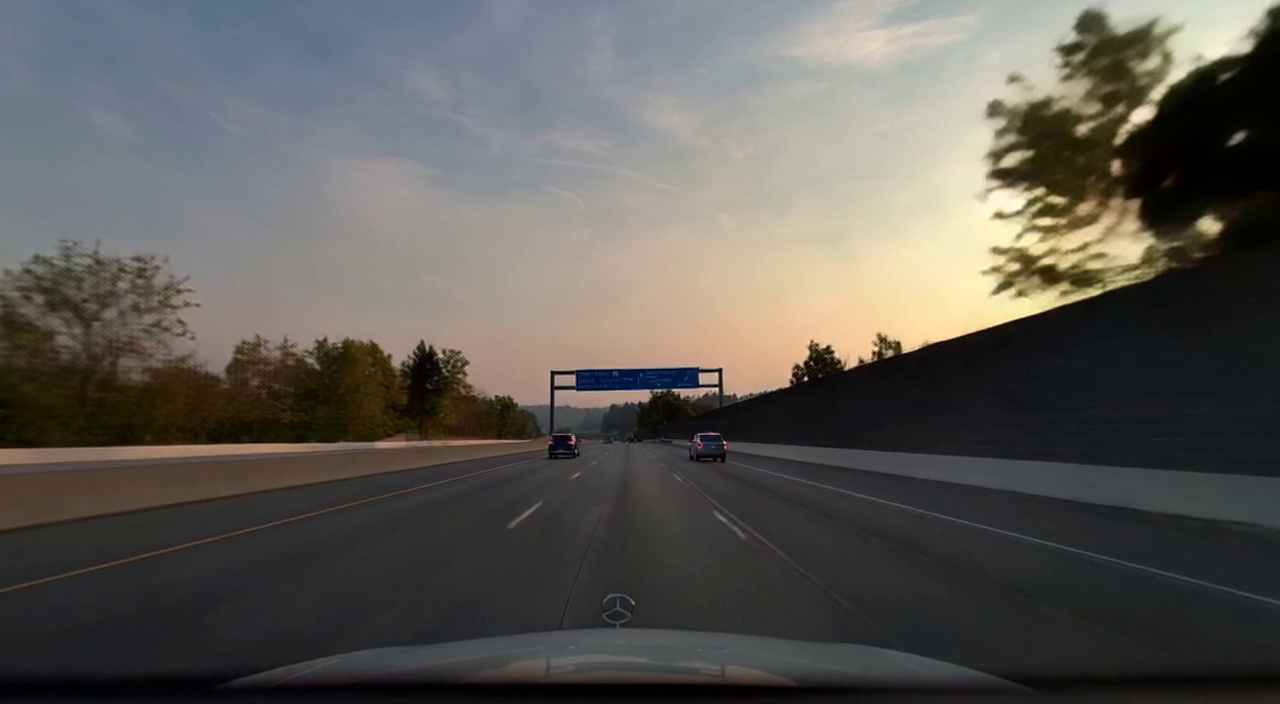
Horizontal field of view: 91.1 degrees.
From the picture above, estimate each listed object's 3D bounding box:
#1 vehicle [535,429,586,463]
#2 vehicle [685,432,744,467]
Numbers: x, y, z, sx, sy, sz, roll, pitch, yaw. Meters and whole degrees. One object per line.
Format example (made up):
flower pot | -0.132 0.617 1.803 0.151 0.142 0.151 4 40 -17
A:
vehicle | -4.163 4.983 33.461 2.219 1.660 4.153 0 -8 -1
vehicle | 3.361 4.508 29.401 2.077 1.523 4.539 0 -8 -2
